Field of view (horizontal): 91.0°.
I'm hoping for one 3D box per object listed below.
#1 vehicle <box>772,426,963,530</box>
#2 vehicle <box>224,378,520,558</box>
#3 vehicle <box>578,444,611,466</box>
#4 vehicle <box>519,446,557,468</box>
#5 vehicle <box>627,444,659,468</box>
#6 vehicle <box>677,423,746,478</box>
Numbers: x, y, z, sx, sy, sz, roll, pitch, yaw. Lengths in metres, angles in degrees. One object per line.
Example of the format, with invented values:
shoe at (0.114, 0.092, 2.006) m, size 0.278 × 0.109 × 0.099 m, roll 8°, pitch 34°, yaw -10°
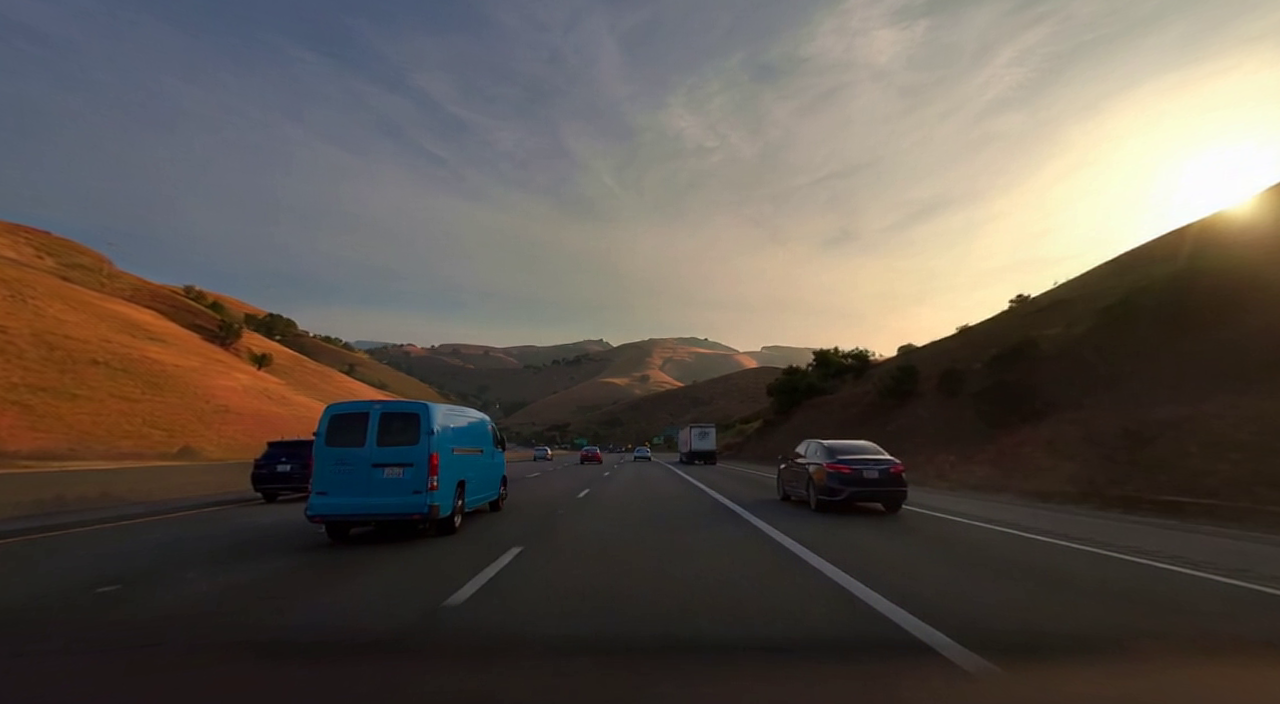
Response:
vehicle at (4.003, 2.291, 11.968) m, size 2.051 × 1.598 × 4.145 m, roll 0°, pitch -9°, yaw 0°
vehicle at (-3.857, 1.867, 10.723) m, size 2.421 × 2.203 × 5.775 m, roll 0°, pitch -9°, yaw 1°
vehicle at (-3.307, 7.641, 46.834) m, size 2.138 × 1.581 × 4.340 m, roll 0°, pitch -9°, yaw 0°
vehicle at (-7.333, 7.594, 45.578) m, size 2.021 × 1.500 × 4.512 m, roll 0°, pitch -9°, yaw 0°
vehicle at (0.170, 6.899, 41.834) m, size 2.014 × 1.543 × 3.804 m, roll 0°, pitch -9°, yaw 0°
vehicle at (3.765, 5.489, 35.271) m, size 2.877 × 2.730 × 7.831 m, roll 0°, pitch -9°, yaw 0°
